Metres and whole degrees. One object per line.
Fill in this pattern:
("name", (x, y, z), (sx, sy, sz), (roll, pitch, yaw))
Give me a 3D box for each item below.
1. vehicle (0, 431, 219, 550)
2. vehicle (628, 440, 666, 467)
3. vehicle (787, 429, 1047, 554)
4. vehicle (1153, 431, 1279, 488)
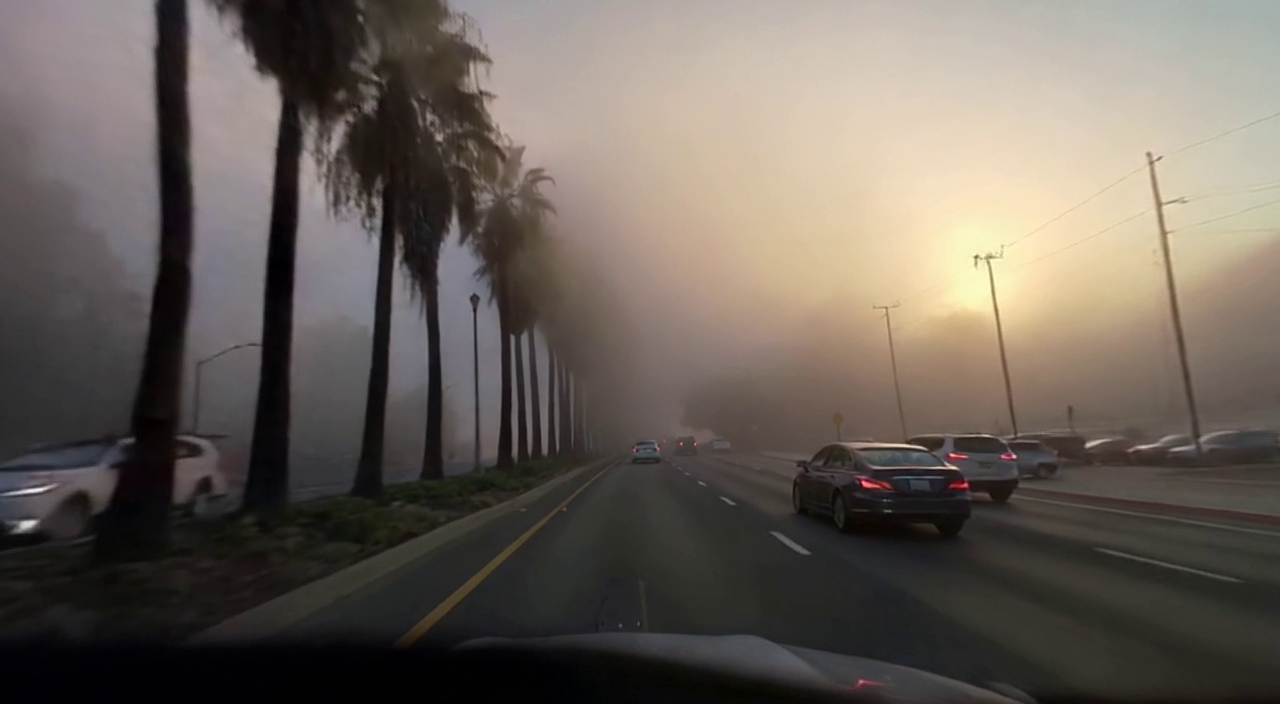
("vehicle", (-10.660, 2.442, 11.853), (2.238, 1.766, 4.710), (-1, -8, 0))
("vehicle", (0.342, 5.818, 36.441), (2.031, 1.444, 4.361), (0, -8, -2))
("vehicle", (3.783, 1.963, 9.701), (1.875, 1.452, 4.453), (0, -8, -2))
("vehicle", (21.667, 3.876, 23.080), (1.945, 1.838, 4.603), (0, -8, 0))
